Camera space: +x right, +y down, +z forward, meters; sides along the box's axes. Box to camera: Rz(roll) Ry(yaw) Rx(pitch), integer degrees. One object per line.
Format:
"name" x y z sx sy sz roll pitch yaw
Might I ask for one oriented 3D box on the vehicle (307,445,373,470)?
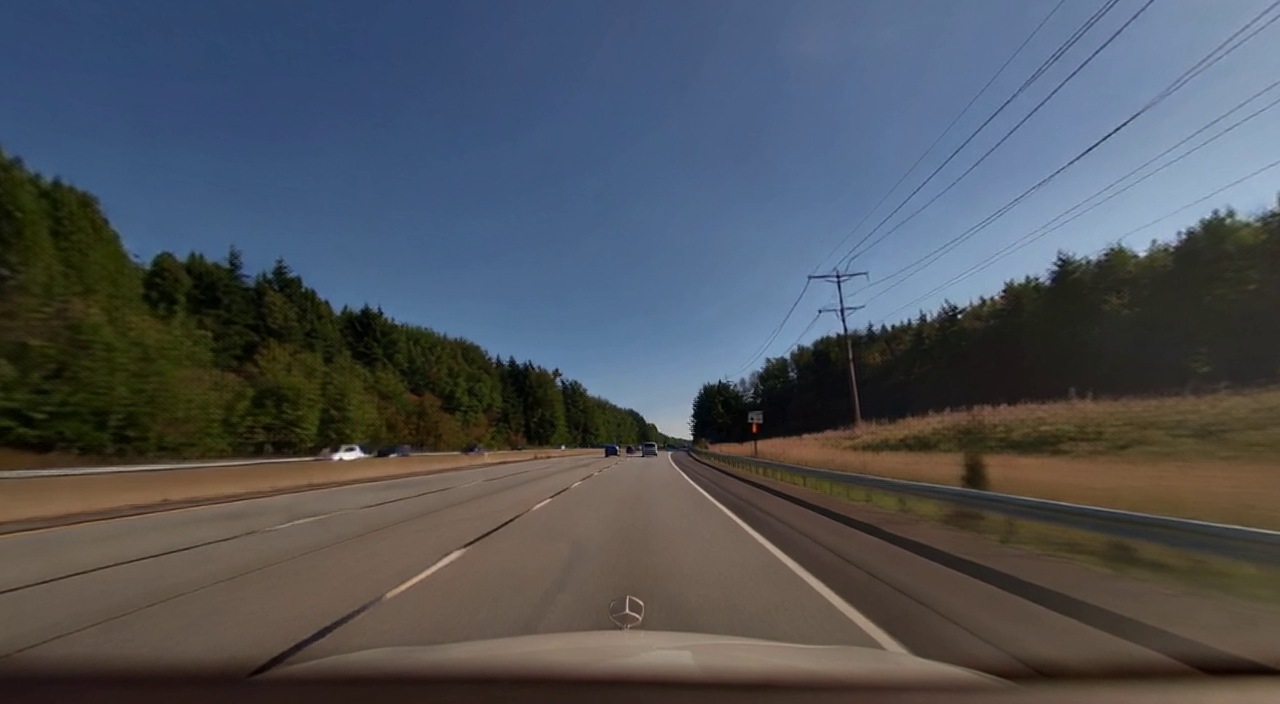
"vehicle" -19.816 6.969 41.751 2.156 1.525 4.354 0 -8 1

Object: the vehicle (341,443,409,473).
"vehicle" -15.727 6.283 37.605 1.947 1.646 4.630 0 -8 1
